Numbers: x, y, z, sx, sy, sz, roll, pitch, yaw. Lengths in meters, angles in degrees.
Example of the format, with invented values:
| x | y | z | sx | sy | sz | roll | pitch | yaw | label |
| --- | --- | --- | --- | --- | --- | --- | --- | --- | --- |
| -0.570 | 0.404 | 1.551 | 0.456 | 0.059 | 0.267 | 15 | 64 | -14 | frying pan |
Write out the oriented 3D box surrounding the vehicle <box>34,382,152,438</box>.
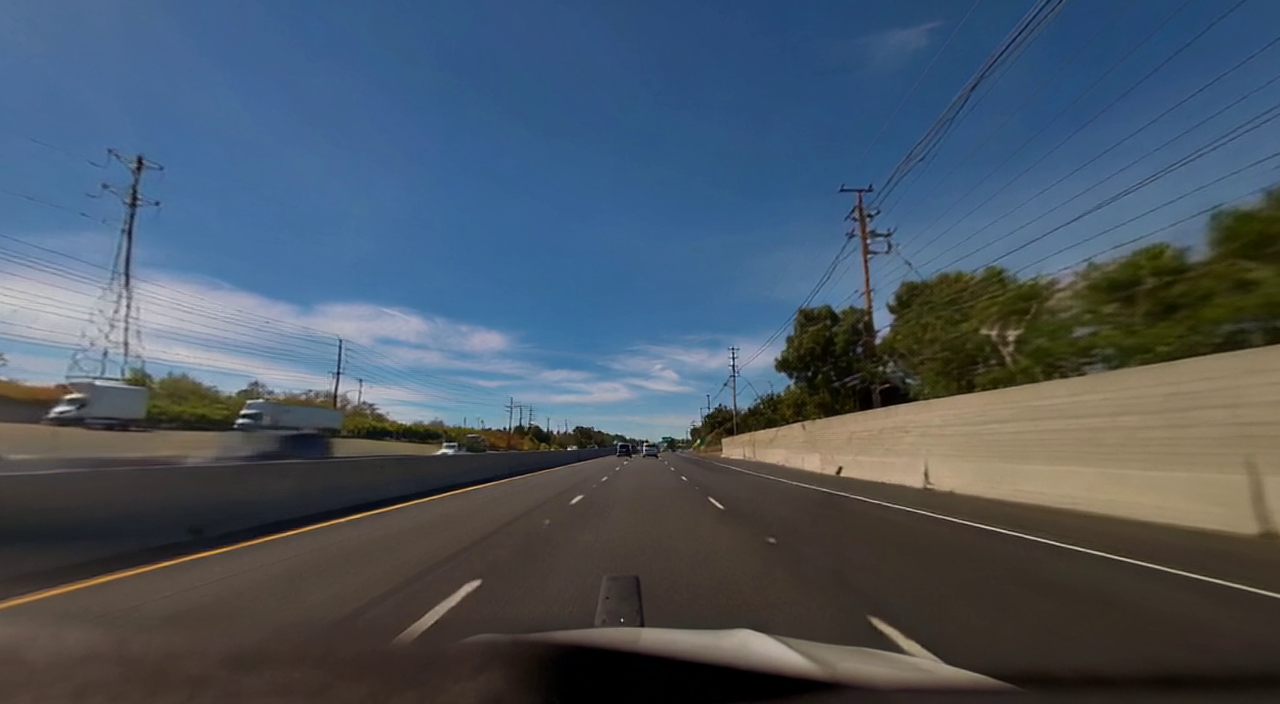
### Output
| x | y | z | sx | sy | sz | roll | pitch | yaw | label |
| --- | --- | --- | --- | --- | --- | --- | --- | --- | --- |
| -39.182 | 4.315 | 45.514 | 2.865 | 3.637 | 5.970 | 0 | -9 | 1 | vehicle |

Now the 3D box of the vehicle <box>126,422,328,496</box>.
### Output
| x | y | z | sx | sy | sz | roll | pitch | yaw | label |
| --- | --- | --- | --- | --- | --- | --- | --- | --- | --- |
| -11.147 | 2.958 | 17.678 | 2.142 | 1.737 | 5.107 | 0 | -9 | 1 | vehicle |
